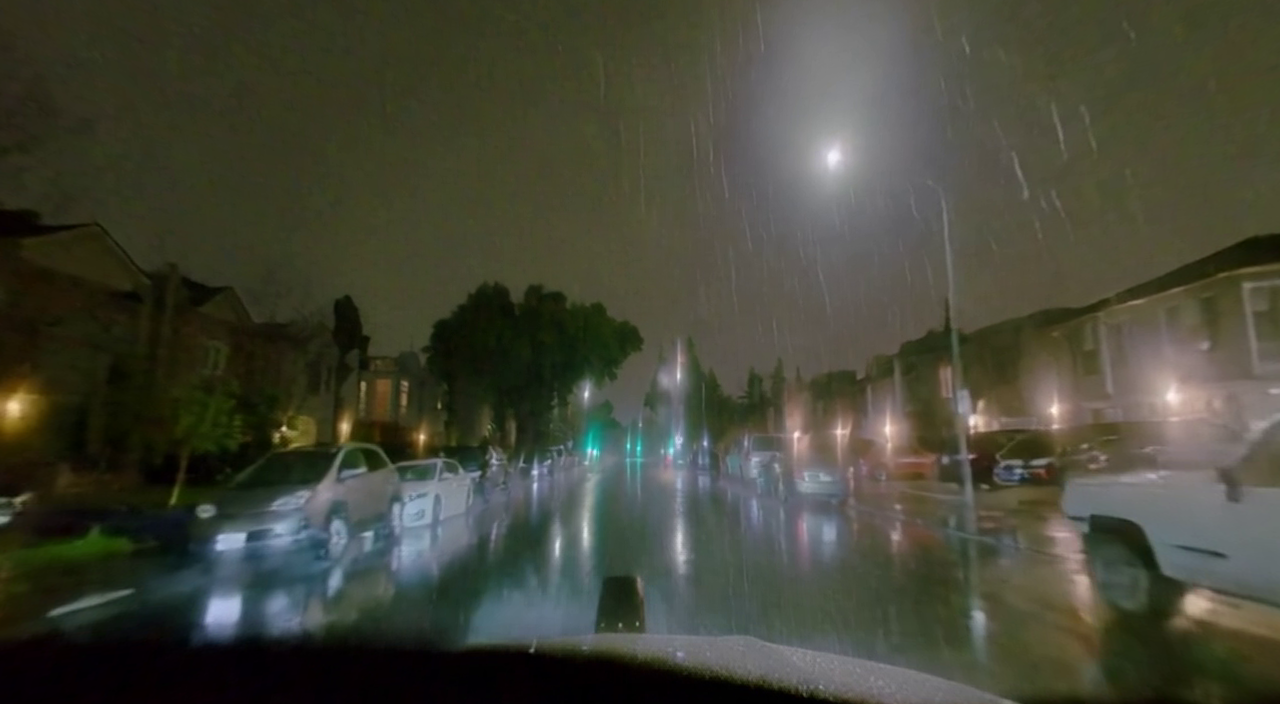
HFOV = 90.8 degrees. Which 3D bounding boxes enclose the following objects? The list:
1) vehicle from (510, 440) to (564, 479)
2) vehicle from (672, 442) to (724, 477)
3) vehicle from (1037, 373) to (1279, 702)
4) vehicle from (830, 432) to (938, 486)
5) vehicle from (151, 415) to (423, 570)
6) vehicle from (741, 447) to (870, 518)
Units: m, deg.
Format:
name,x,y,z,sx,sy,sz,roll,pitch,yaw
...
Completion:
name,x,y,z,sx,sy,sz,roll,pitch,yaw
vehicle,-5.116,5.440,32.036,2.035,1.822,4.348,0,-9,-1
vehicle,3.453,6.537,38.947,2.415,1.963,5.688,0,-8,-2
vehicle,4.830,0.969,2.954,2.201,1.896,5.632,0,-8,-1
vehicle,9.177,4.018,24.294,2.125,1.716,4.672,0,-6,-2
vehicle,-5.037,2.067,9.871,2.007,1.861,4.101,0,-10,-3
vehicle,4.117,3.300,16.727,1.850,1.516,5.066,0,-8,-3
